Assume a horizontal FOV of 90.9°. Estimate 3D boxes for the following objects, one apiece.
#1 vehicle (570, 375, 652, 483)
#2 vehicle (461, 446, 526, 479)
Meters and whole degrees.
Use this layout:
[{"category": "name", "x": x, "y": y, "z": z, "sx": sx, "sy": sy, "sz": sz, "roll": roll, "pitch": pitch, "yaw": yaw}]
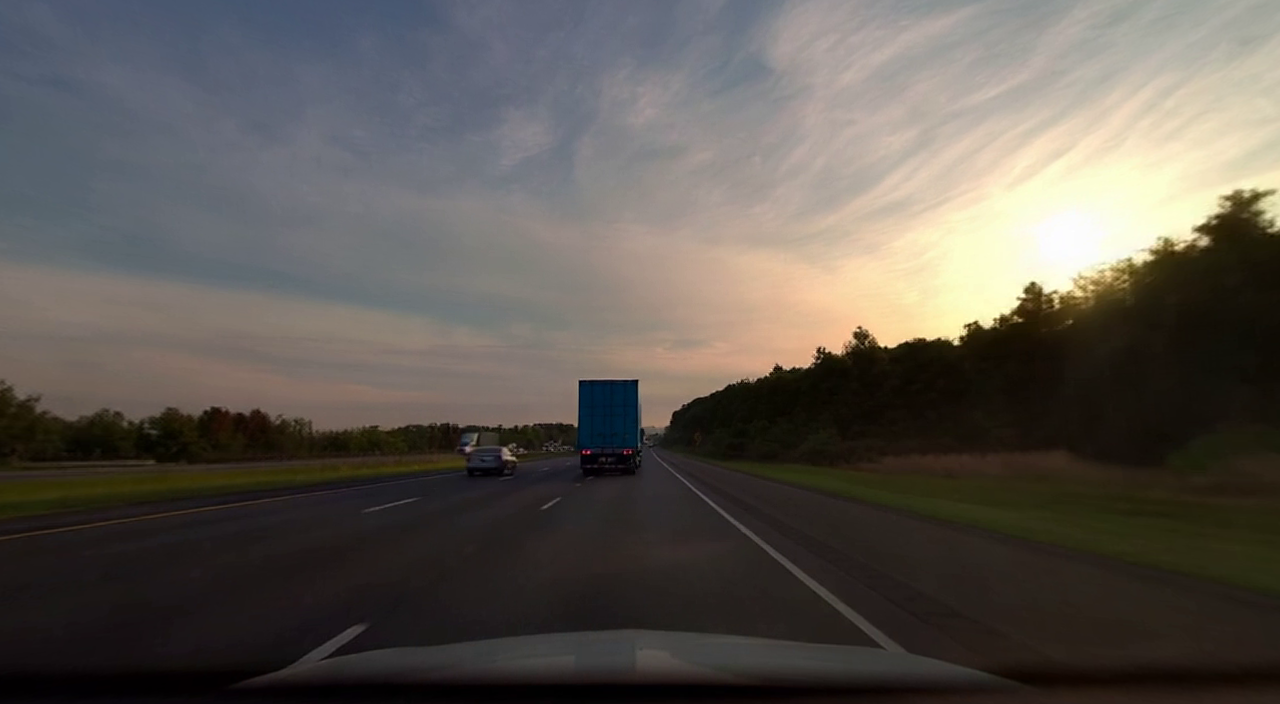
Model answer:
[{"category": "vehicle", "x": -0.970, "y": 4.016, "z": 31.375, "sx": 2.851, "sy": 4.098, "sz": 14.436, "roll": 0, "pitch": -9, "yaw": 2}, {"category": "vehicle", "x": -6.799, "y": 5.166, "z": 29.718, "sx": 1.967, "sy": 1.420, "sz": 4.473, "roll": 0, "pitch": -9, "yaw": 1}]
